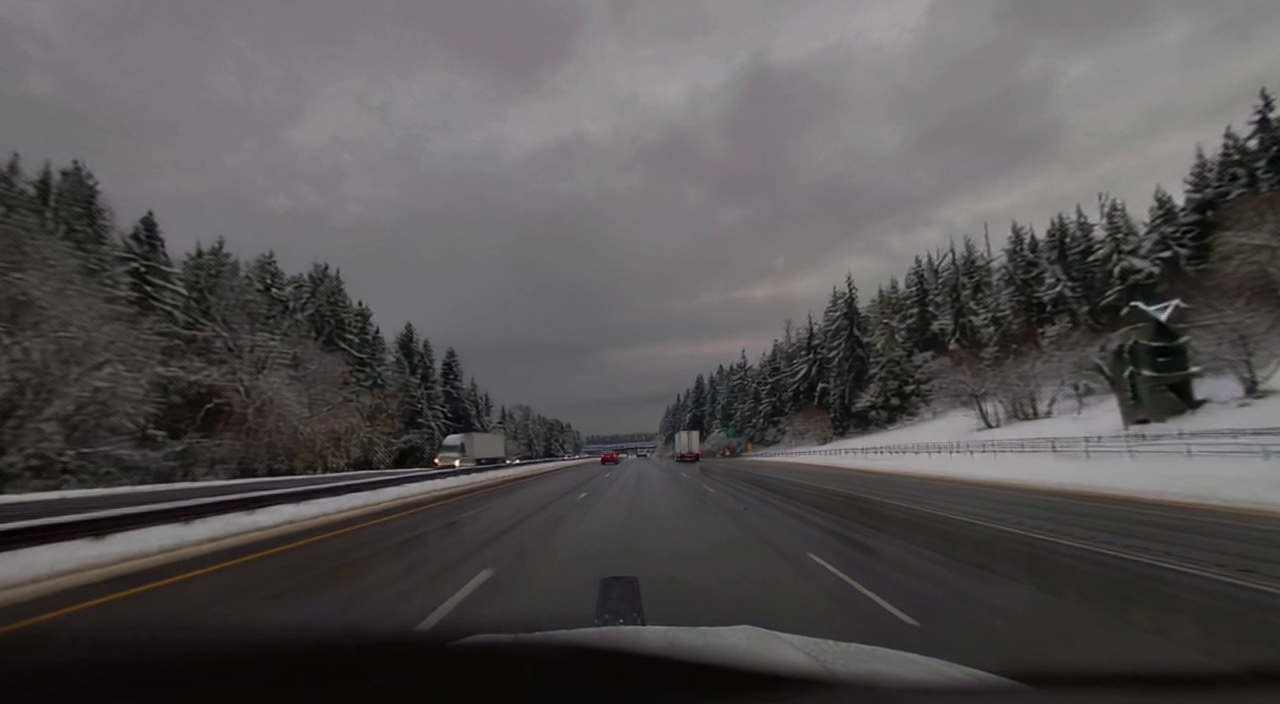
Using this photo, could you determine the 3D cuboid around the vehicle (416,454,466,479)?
[{"bbox_3d":[-13.581,7.804,43.291,1.879,1.561,4.362,-1,-9,2],"label":"vehicle"}]
